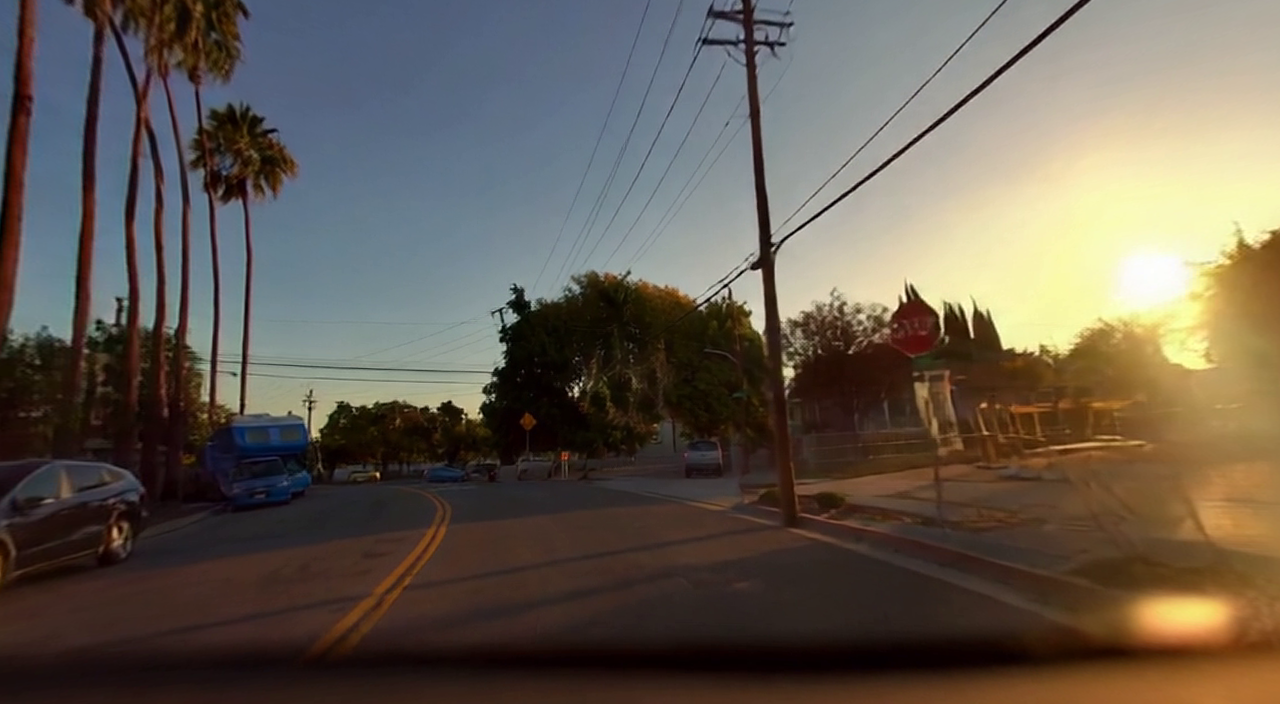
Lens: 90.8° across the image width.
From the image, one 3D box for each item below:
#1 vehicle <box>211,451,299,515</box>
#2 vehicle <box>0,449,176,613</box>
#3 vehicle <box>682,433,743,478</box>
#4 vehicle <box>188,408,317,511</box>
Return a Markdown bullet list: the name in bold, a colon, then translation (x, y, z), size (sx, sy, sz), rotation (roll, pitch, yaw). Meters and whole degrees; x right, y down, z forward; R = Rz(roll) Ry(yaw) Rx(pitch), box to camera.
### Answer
- **vehicle**: translation (-12.306, 4.097, 20.418), size (2.103, 1.599, 4.865), rotation (3, -8, -29)
- **vehicle**: translation (-7.921, 2.053, 7.744), size (2.085, 1.545, 4.340), rotation (1, -7, -15)
- **vehicle**: translation (3.420, 5.009, 31.179), size (2.508, 1.887, 5.930), rotation (-1, -7, 2)
- **vehicle**: translation (-17.766, 4.611, 28.424), size (3.216, 3.720, 11.364), rotation (4, -9, -39)
